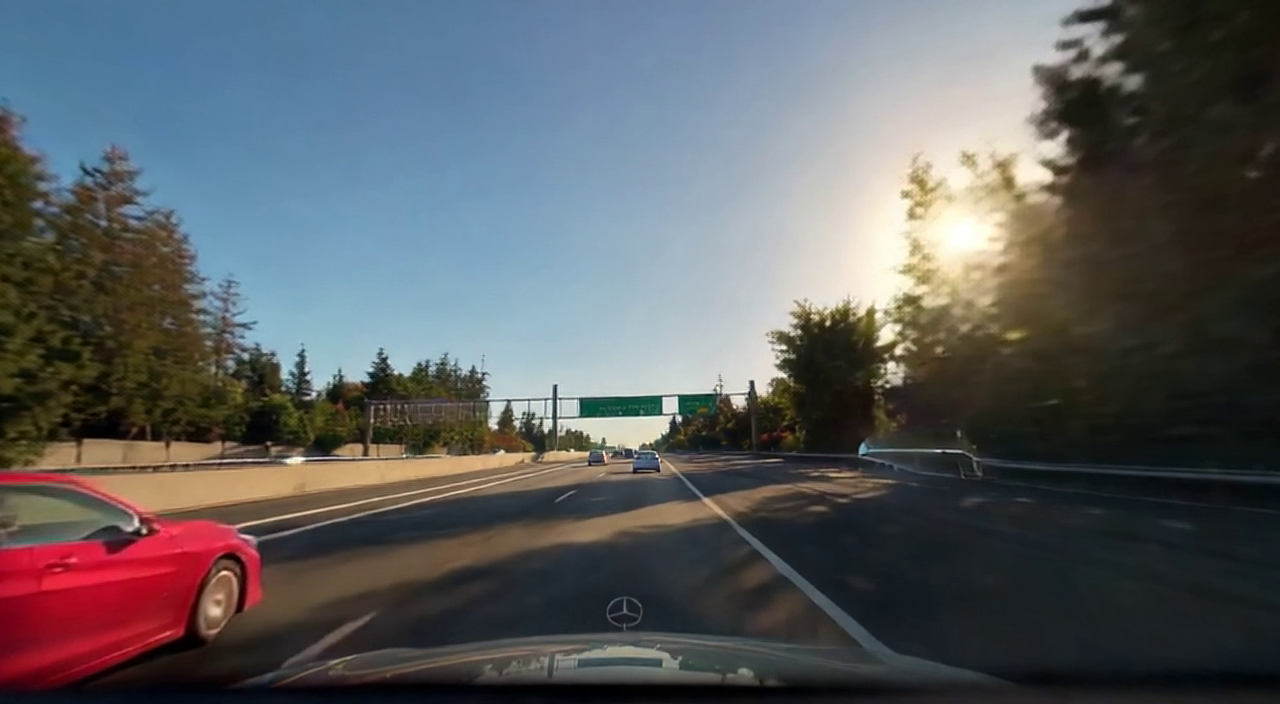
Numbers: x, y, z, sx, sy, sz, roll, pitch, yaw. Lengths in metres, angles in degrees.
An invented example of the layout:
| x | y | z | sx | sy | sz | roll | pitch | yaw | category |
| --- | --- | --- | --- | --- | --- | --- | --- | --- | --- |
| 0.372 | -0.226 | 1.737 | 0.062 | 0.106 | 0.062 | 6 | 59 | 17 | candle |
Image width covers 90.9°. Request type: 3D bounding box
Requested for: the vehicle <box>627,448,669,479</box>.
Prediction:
| x | y | z | sx | sy | sz | roll | pitch | yaw | category |
| --- | --- | --- | --- | --- | --- | --- | --- | --- | --- |
| 0.413 | 5.590 | 31.834 | 2.002 | 1.449 | 3.612 | 0 | -9 | 0 | vehicle |

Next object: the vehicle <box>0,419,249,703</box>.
| x | y | z | sx | sy | sz | roll | pitch | yaw | category |
| --- | --- | --- | --- | --- | --- | --- | --- | --- | --- |
| -3.900 | 0.983 | 2.421 | 2.062 | 1.474 | 4.151 | 0 | -9 | 1 | vehicle |

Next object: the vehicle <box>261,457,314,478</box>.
| x | y | z | sx | sy | sz | roll | pitch | yaw | category |
| --- | --- | --- | --- | --- | --- | --- | --- | --- | --- |
| -26.055 | 8.518 | 46.725 | 1.807 | 1.484 | 3.871 | 0 | -9 | -2 | vehicle |
